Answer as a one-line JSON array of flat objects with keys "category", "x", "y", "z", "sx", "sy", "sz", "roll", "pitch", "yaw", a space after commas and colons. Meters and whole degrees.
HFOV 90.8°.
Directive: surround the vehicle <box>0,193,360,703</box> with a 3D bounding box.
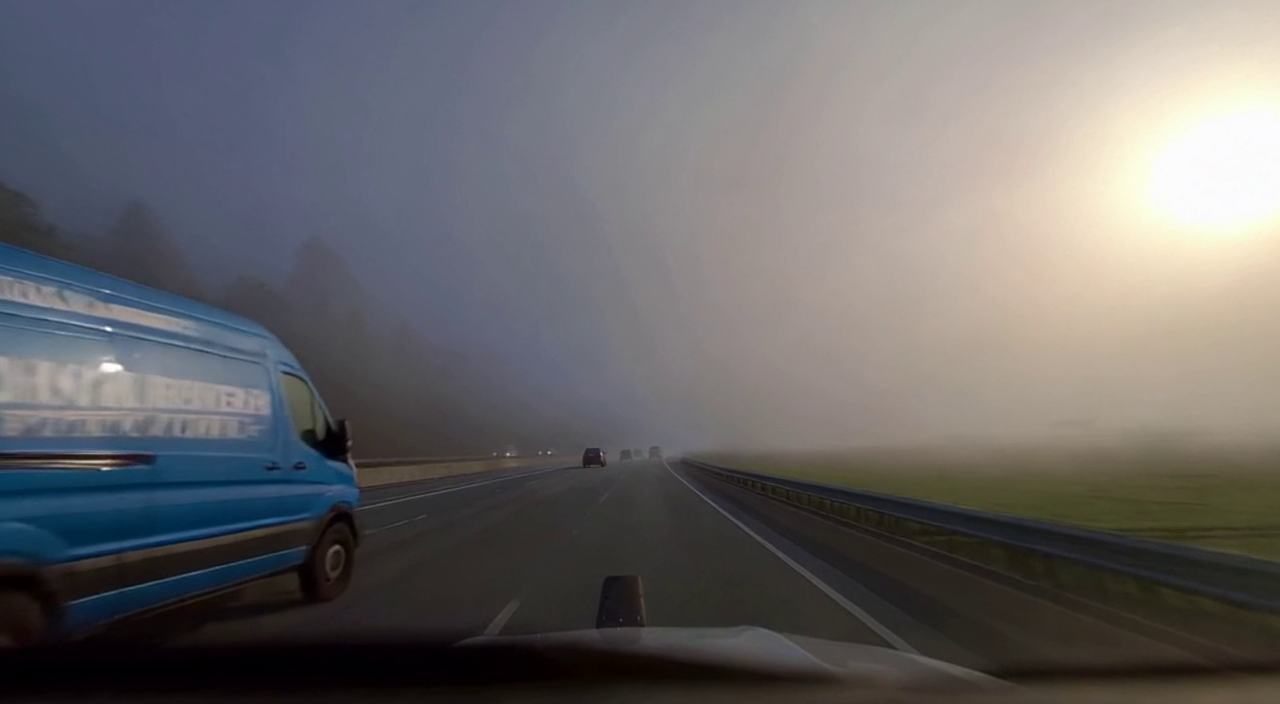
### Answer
[{"category": "vehicle", "x": -3.746, "y": 0.626, "z": 2.968, "sx": 2.360, "sy": 2.367, "sz": 5.223, "roll": 0, "pitch": -9, "yaw": 1}]
